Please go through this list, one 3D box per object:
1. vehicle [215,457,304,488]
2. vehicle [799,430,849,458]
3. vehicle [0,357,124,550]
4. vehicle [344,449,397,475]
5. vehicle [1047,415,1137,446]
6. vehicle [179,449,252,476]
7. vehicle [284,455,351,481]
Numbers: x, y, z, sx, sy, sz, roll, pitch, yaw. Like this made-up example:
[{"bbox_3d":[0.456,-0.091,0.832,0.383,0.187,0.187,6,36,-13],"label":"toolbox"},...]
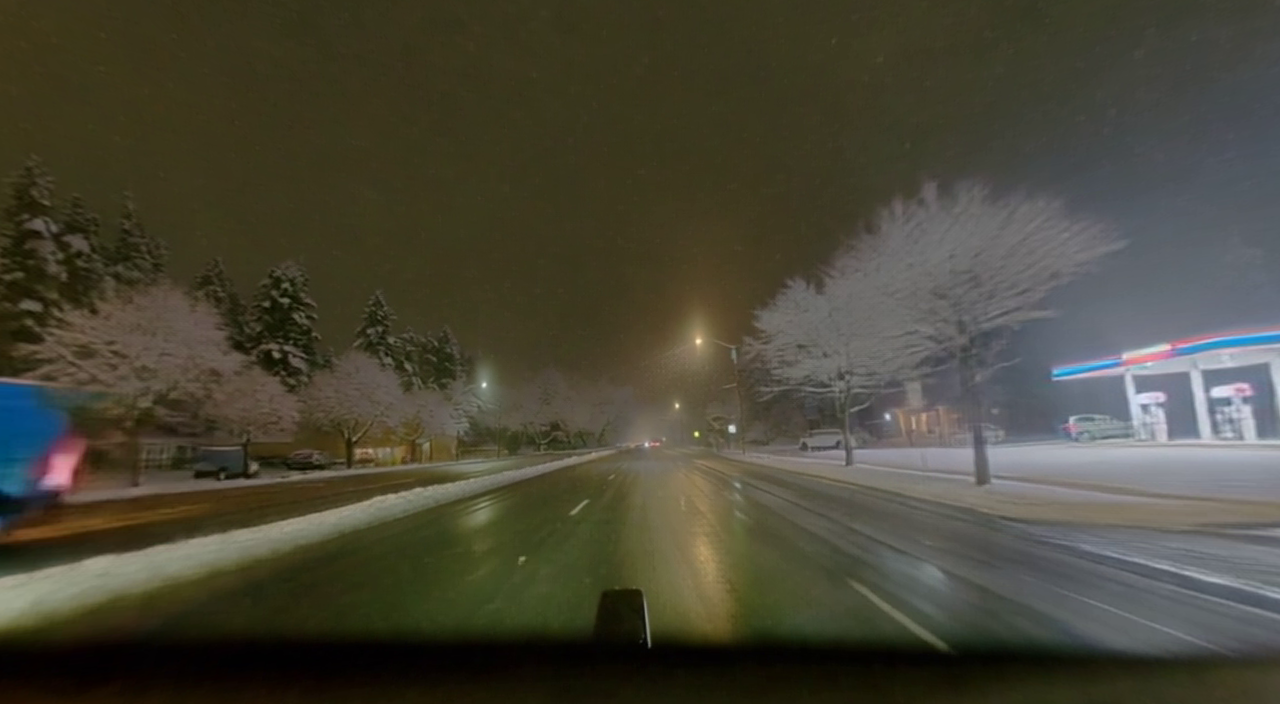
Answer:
[{"bbox_3d":[-21.252,6.715,35.556,1.924,1.479,4.706,-1,-8,2],"label":"vehicle"},{"bbox_3d":[13.187,6.627,45.640,2.108,1.877,4.807,-1,-8,0],"label":"vehicle"},{"bbox_3d":[-11.989,1.524,9.352,2.931,3.122,6.555,-1,-8,2],"label":"vehicle"},{"bbox_3d":[-20.951,8.537,49.310,1.988,1.785,4.802,-1,-8,1],"label":"vehicle"},{"bbox_3d":[31.480,5.564,44.273,2.367,2.056,5.466,-1,-8,2],"label":"vehicle"},{"bbox_3d":[-33.244,8.636,49.533,4.201,2.024,2.058,-1,-8,2],"label":"vehicle"},{"bbox_3d":[-21.061,7.559,41.479,1.787,1.471,4.709,-1,-8,3],"label":"vehicle"}]
